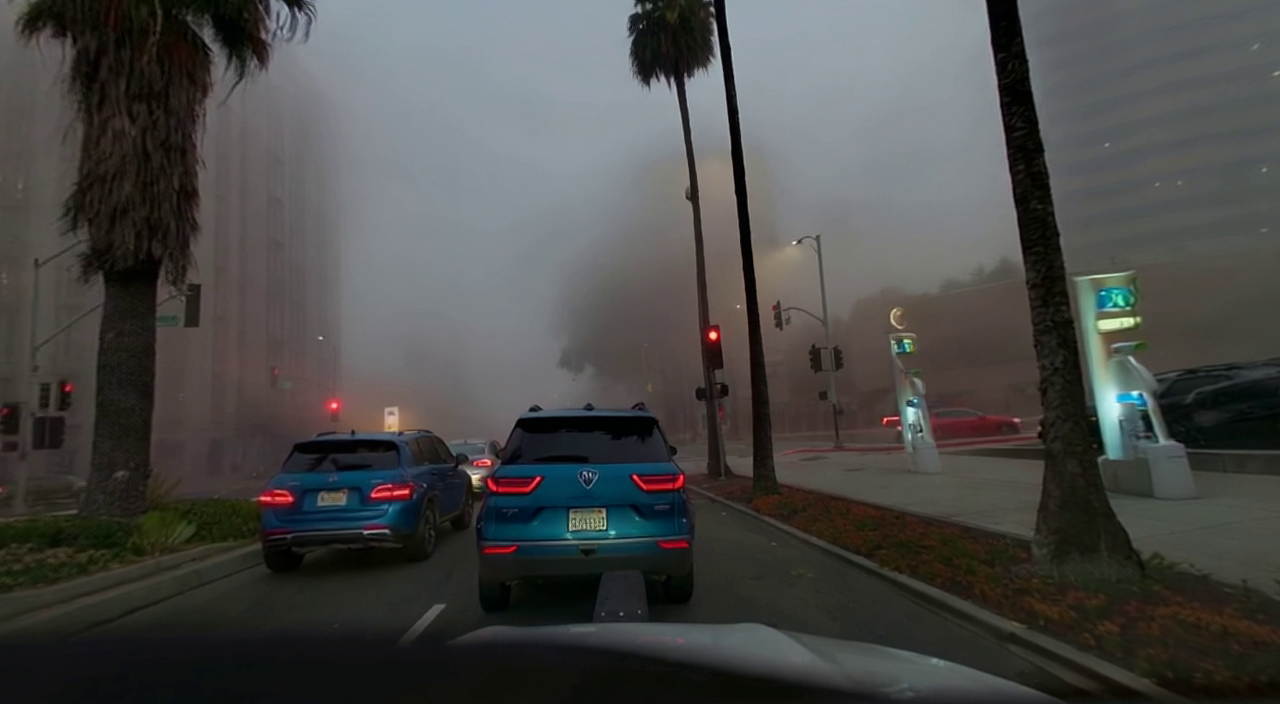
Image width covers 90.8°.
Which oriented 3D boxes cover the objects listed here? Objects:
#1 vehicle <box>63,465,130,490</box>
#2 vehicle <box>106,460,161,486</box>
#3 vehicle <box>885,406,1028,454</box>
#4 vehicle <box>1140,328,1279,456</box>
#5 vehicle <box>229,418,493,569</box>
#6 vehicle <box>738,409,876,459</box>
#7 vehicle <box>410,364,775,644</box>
[{"bbox_3d":[-38.320,8.862,44.641,2.008,1.528,3.242,0,-8,-6],"label":"vehicle"},{"bbox_3d":[-36.105,8.625,45.071,1.465,1.367,3.238,-6,-5,-5],"label":"vehicle"},{"bbox_3d":[13.814,3.439,27.794,5.033,1.999,2.259,0,-8,-3],"label":"vehicle"},{"bbox_3d":[9.999,0.634,8.837,4.374,1.571,1.963,0,-8,-4],"label":"vehicle"},{"bbox_3d":[-3.760,1.982,9.784,2.097,1.692,5.030,0,-8,-4],"label":"vehicle"},{"bbox_3d":[7.147,3.562,27.440,5.307,2.076,2.122,0,-8,-5],"label":"vehicle"},{"bbox_3d":[-0.495,1.390,6.884,2.519,1.913,4.819,0,-8,-5],"label":"vehicle"}]
